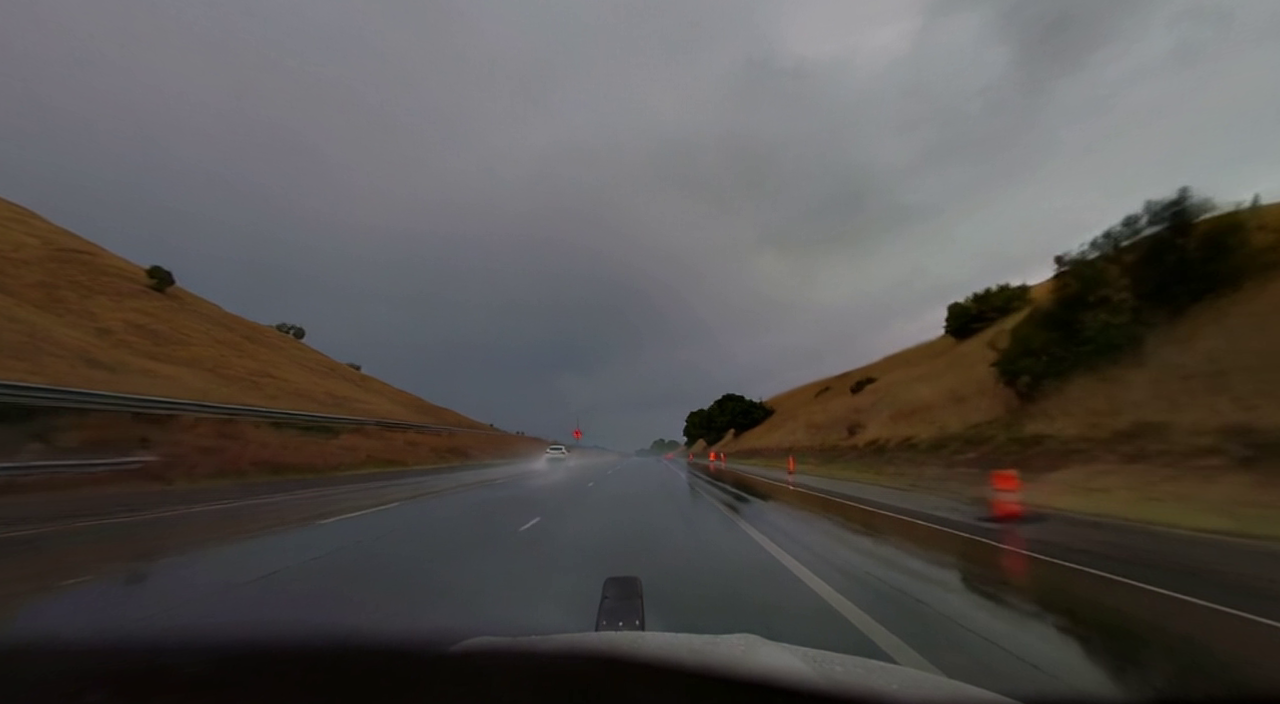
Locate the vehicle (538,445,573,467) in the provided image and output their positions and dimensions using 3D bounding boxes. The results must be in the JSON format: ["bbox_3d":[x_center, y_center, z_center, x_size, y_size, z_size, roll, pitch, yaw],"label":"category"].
[{"bbox_3d":[-6.452,8.005,48.426,2.042,1.585,4.162,0,-9,1],"label":"vehicle"}]
